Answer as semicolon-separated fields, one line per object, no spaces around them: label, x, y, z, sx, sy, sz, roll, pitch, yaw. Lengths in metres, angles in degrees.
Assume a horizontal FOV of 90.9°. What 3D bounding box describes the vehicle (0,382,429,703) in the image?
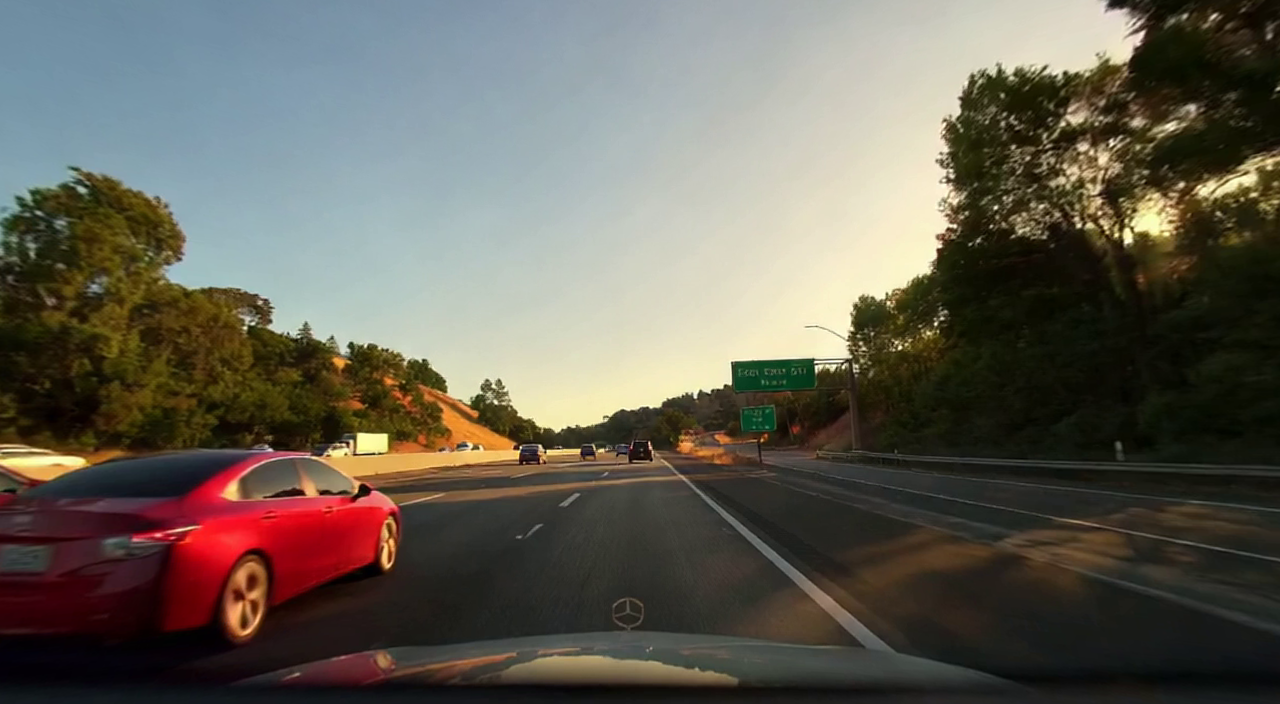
vehicle;-3.494;1.235;4.522;2.139;1.589;5.102;-1;-8;1

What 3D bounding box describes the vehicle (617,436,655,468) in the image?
vehicle;-0.216;6.359;40.276;2.309;1.915;5.130;0;-8;1
